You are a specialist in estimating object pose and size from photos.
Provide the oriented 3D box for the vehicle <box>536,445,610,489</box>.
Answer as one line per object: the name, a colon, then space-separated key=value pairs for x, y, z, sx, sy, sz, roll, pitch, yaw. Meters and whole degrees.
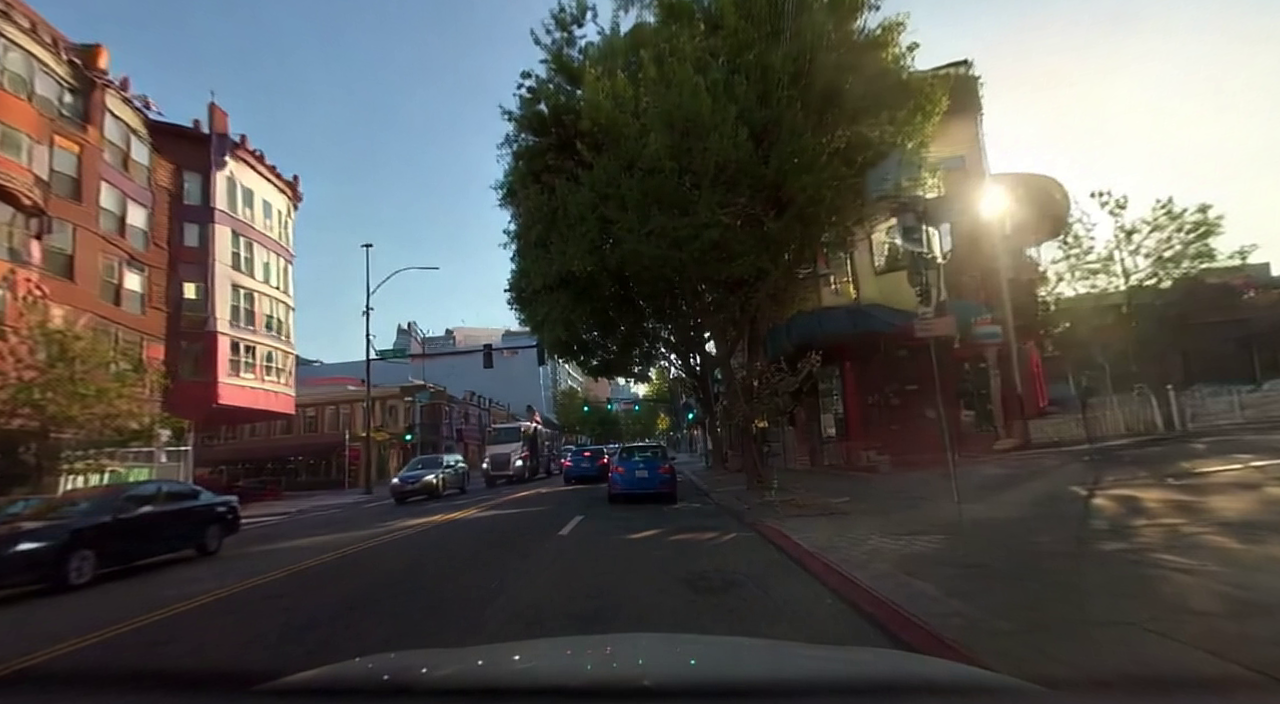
vehicle: x=-2.279 y=4.090 z=22.909 sx=2.099 sy=1.424 sz=4.843 roll=0 pitch=-8 yaw=1

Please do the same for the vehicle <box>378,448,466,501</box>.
vehicle: x=-8.987 y=5.033 z=26.417 sx=2.067 sy=1.820 sz=4.509 roll=-5 pitch=-8 yaw=0

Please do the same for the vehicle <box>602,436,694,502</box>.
vehicle: x=0.184 y=2.963 z=16.340 sx=2.094 sy=1.478 sz=3.922 roll=0 pitch=-8 yaw=0

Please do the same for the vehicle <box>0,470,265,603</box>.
vehicle: x=-8.674 y=2.784 z=10.360 sx=2.118 sy=1.473 sz=4.642 roll=-1 pitch=-8 yaw=1

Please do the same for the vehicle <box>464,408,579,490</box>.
vehicle: x=-5.392 y=4.683 z=30.420 sx=2.795 sy=3.160 sz=8.321 roll=-6 pitch=-9 yaw=7
